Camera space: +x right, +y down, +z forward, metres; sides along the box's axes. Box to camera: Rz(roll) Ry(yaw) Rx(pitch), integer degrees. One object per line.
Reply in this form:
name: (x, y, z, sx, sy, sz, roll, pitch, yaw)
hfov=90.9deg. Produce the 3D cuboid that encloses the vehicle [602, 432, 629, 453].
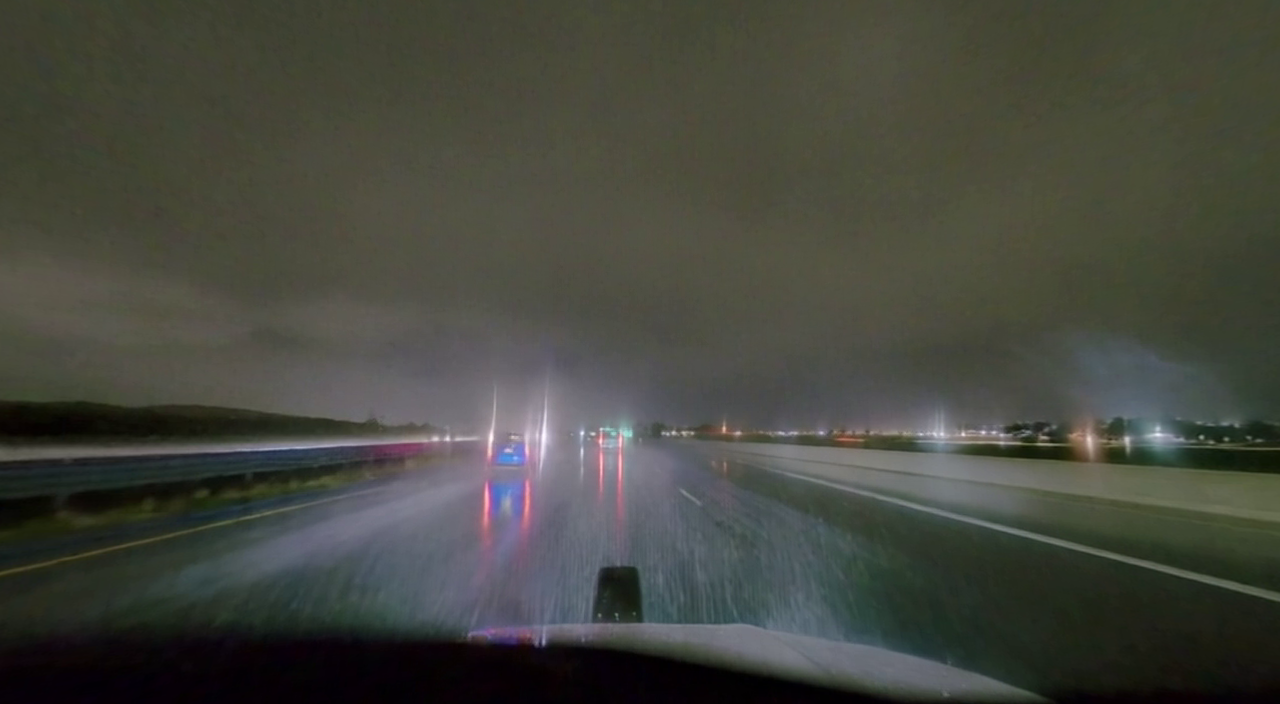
vehicle: (-1.908, 7.012, 48.988, 1.997, 1.589, 4.179, 0, -8, -2)

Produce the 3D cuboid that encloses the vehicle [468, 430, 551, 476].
vehicle: (-4.785, 3.766, 23.912, 2.141, 1.534, 5.099, 0, -8, -1)
